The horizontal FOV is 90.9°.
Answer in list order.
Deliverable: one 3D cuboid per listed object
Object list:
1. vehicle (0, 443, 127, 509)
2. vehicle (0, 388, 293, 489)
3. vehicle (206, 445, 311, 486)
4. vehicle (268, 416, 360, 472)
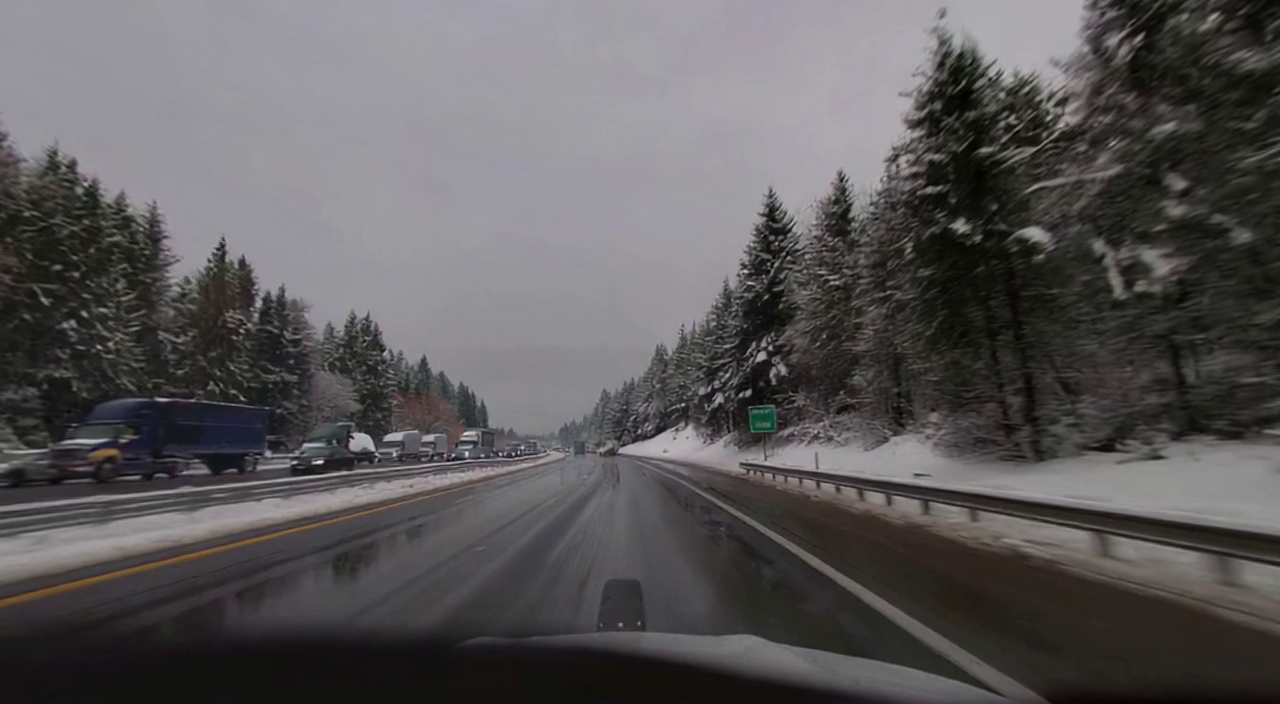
[{"bbox_3d":[-16.293,3.208,16.606,1.897,1.542,4.336,0,-9,-1],"label":"vehicle"},{"bbox_3d":[-20.797,3.980,28.311,2.982,3.454,13.488,0,-9,-1],"label":"vehicle"},{"bbox_3d":[-16.347,4.860,27.308,1.933,1.572,4.367,-1,-9,-2],"label":"vehicle"},{"bbox_3d":[-21.529,6.028,42.032,2.624,3.302,6.257,3,-7,-1],"label":"vehicle"}]
